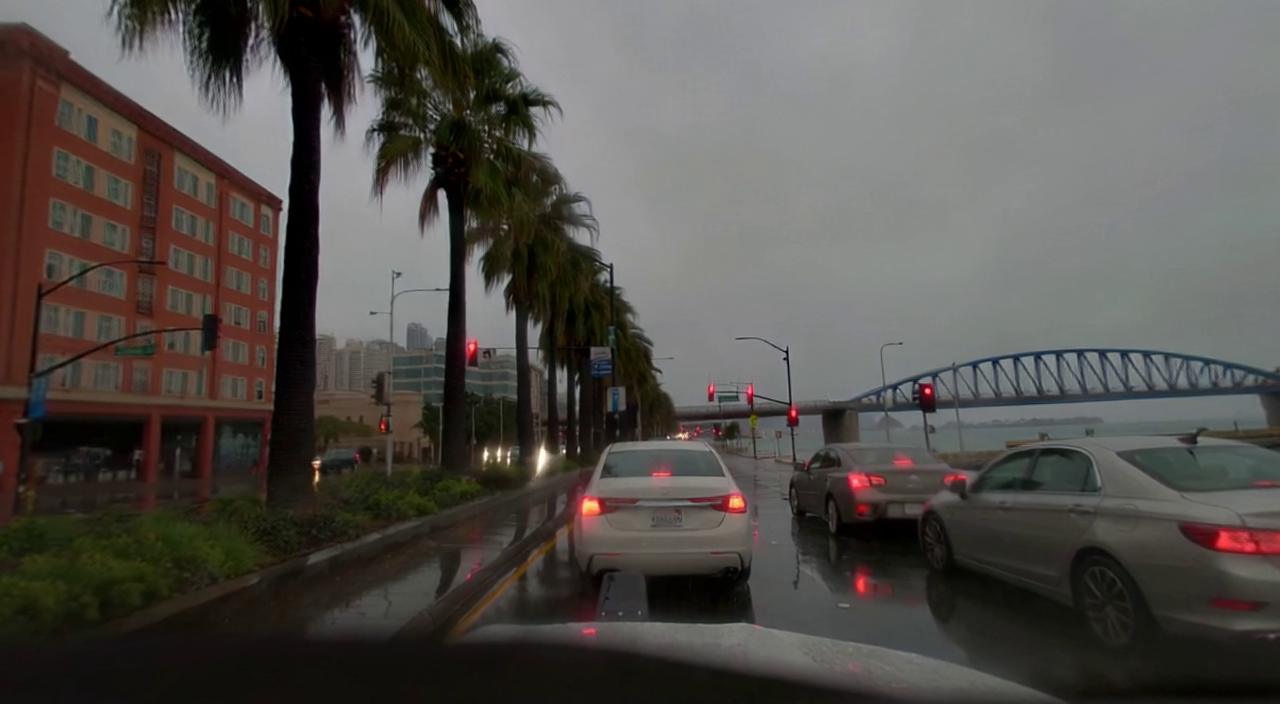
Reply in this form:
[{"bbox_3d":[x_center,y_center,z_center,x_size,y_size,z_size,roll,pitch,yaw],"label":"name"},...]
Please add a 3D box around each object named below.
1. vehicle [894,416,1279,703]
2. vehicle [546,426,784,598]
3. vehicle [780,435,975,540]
[{"bbox_3d":[3.918,1.359,5.090,1.913,1.469,4.425,0,-9,1],"label":"vehicle"},{"bbox_3d":[0.252,1.697,7.482,2.093,1.503,3.681,0,-9,1],"label":"vehicle"},{"bbox_3d":[3.896,2.285,11.320,1.920,1.490,4.417,-1,-9,2],"label":"vehicle"}]
